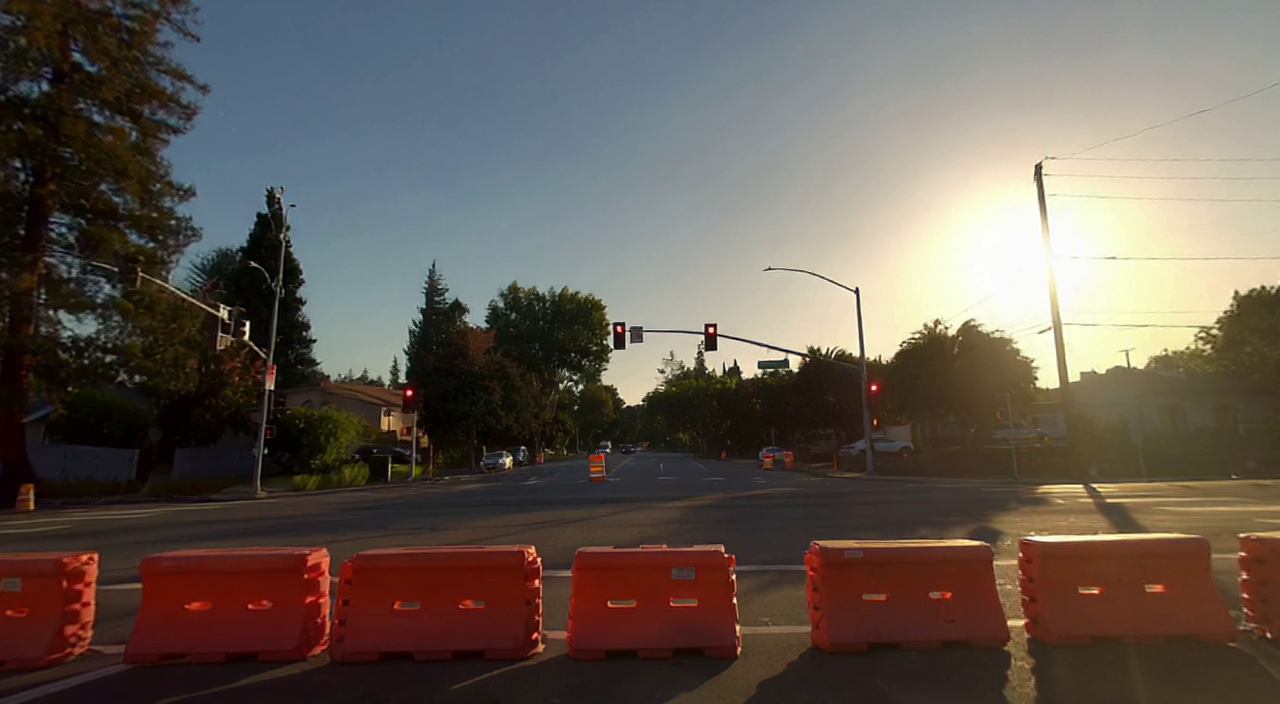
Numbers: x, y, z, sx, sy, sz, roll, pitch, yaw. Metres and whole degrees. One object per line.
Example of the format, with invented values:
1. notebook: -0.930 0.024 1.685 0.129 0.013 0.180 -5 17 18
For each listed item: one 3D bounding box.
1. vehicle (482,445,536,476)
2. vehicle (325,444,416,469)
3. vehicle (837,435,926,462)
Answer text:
1. vehicle: -6.610 5.526 32.386 1.881 1.452 4.121 0 -8 0
2. vehicle: -16.393 6.370 38.591 4.713 1.409 1.918 0 -8 -2
3. vehicle: 15.375 6.174 40.325 4.892 1.656 1.856 0 -8 0
